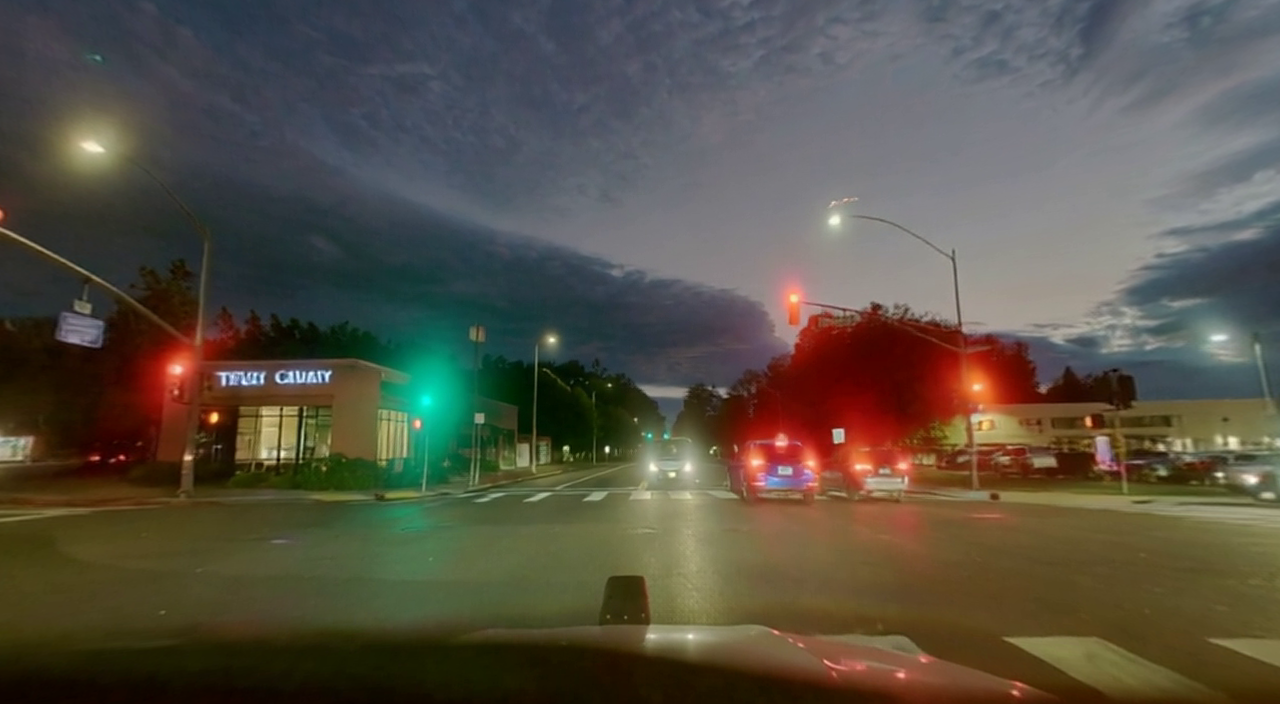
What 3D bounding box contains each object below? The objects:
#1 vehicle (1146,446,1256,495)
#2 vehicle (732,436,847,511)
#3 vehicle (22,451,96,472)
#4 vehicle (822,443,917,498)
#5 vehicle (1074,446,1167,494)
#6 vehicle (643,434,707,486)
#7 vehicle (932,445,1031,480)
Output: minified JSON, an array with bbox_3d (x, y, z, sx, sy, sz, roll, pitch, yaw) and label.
[{"bbox_3d":[19.848,4.151,22.489,1.791,1.520,3.649,-4,-9,24],"label":"vehicle"},{"bbox_3d":[3.841,3.181,17.105,2.048,1.725,4.754,0,-8,1],"label":"vehicle"},{"bbox_3d":[-40.504,7.621,43.994,3.391,1.379,1.562,3,-9,-24],"label":"vehicle"},{"bbox_3d":[7.673,3.944,21.495,1.792,1.682,4.089,0,-8,2],"label":"vehicle"},{"bbox_3d":[17.484,4.258,23.143,1.875,1.543,3.853,-4,-9,26],"label":"vehicle"},{"bbox_3d":[1.364,4.455,26.479,2.390,1.948,5.344,0,-8,1],"label":"vehicle"},{"bbox_3d":[17.130,5.523,31.867,1.924,1.579,4.084,3,-8,-18],"label":"vehicle"}]
